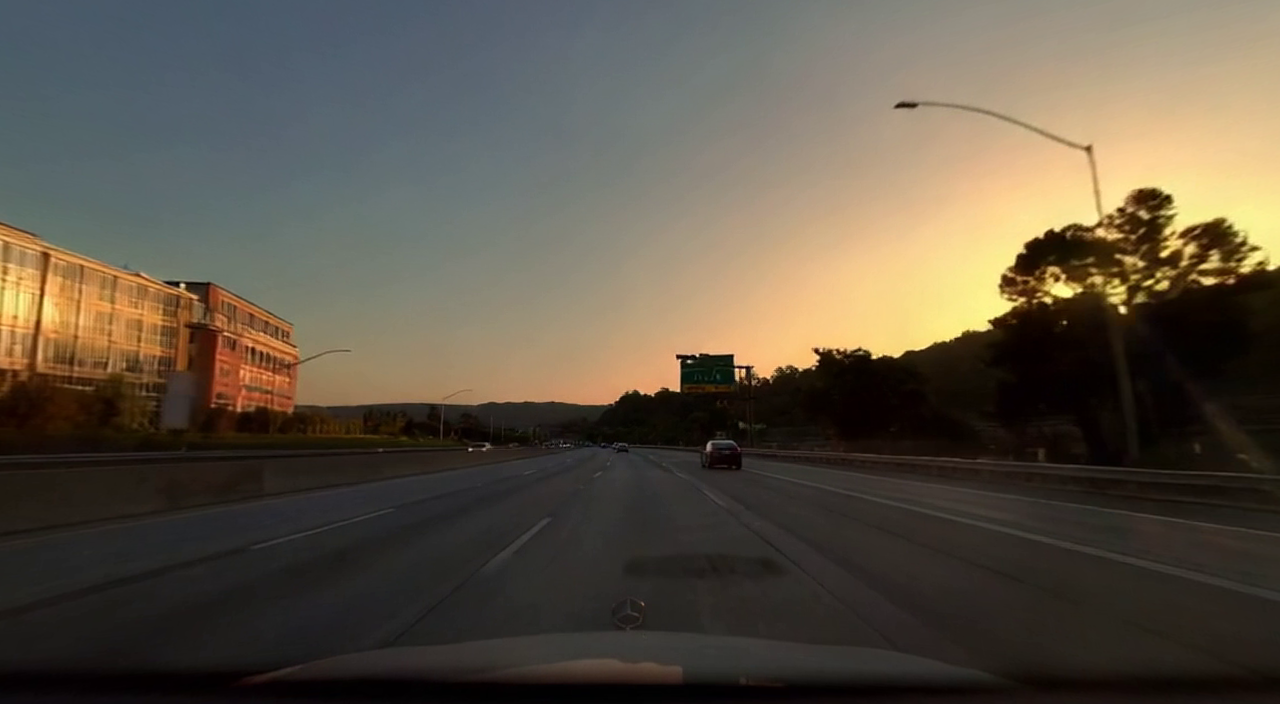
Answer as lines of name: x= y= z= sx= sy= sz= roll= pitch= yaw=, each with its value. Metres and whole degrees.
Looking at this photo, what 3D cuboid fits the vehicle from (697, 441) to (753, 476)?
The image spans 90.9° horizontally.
vehicle: x=3.814 y=4.835 z=28.902 sx=1.926 sy=1.477 sz=4.025 roll=0 pitch=-8 yaw=-1
